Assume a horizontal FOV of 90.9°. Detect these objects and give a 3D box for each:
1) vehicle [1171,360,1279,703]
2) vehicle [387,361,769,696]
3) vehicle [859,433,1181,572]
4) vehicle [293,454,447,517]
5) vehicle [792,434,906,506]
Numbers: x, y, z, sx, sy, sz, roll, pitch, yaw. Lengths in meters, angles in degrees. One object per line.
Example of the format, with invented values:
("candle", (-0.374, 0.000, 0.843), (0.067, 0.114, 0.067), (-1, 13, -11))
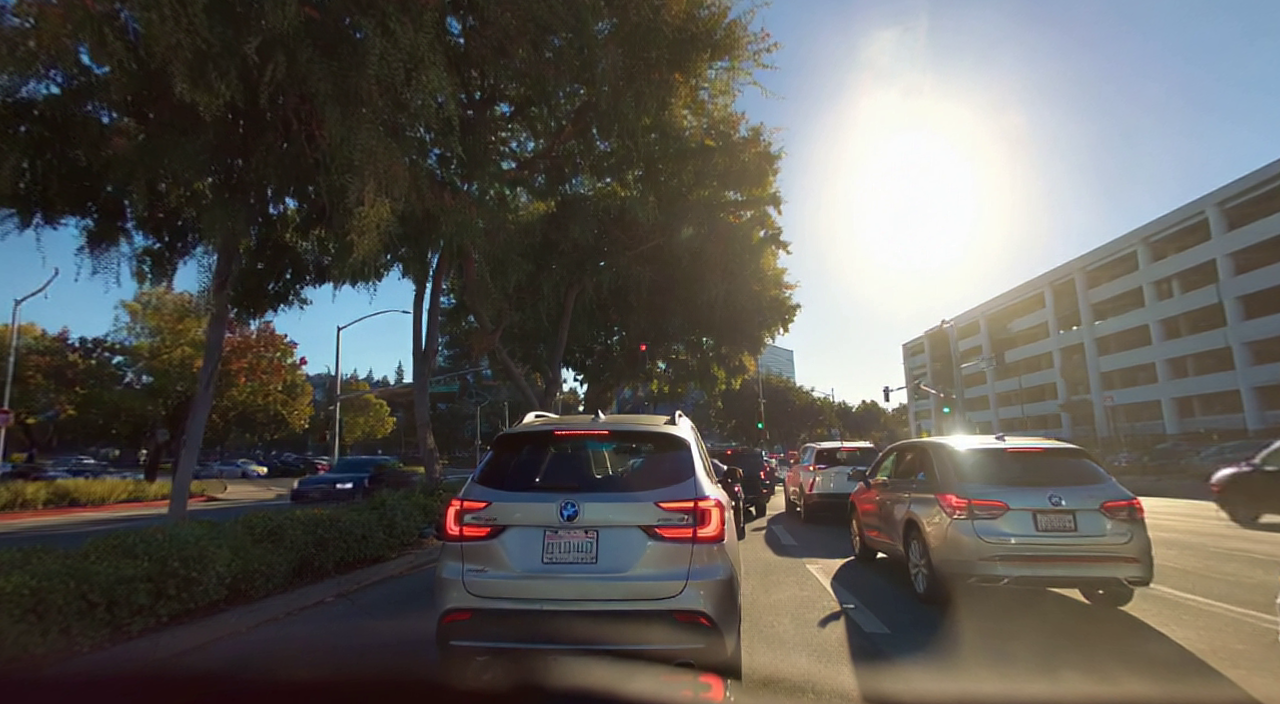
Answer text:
("vehicle", (4.053, 0.614, 1.105), (1.993, 1.719, 4.953), (0, -8, 2))
("vehicle", (-0.201, 1.237, 5.555), (2.021, 1.742, 4.295), (-1, -8, 4))
("vehicle", (4.910, 1.972, 9.156), (1.963, 1.480, 4.553), (0, -8, 2))
("vehicle", (-7.535, 3.742, 18.289), (2.163, 1.500, 4.753), (-1, -8, 3))
("vehicle", (5.343, 3.034, 16.701), (1.994, 1.638, 4.100), (-1, -8, 6))
